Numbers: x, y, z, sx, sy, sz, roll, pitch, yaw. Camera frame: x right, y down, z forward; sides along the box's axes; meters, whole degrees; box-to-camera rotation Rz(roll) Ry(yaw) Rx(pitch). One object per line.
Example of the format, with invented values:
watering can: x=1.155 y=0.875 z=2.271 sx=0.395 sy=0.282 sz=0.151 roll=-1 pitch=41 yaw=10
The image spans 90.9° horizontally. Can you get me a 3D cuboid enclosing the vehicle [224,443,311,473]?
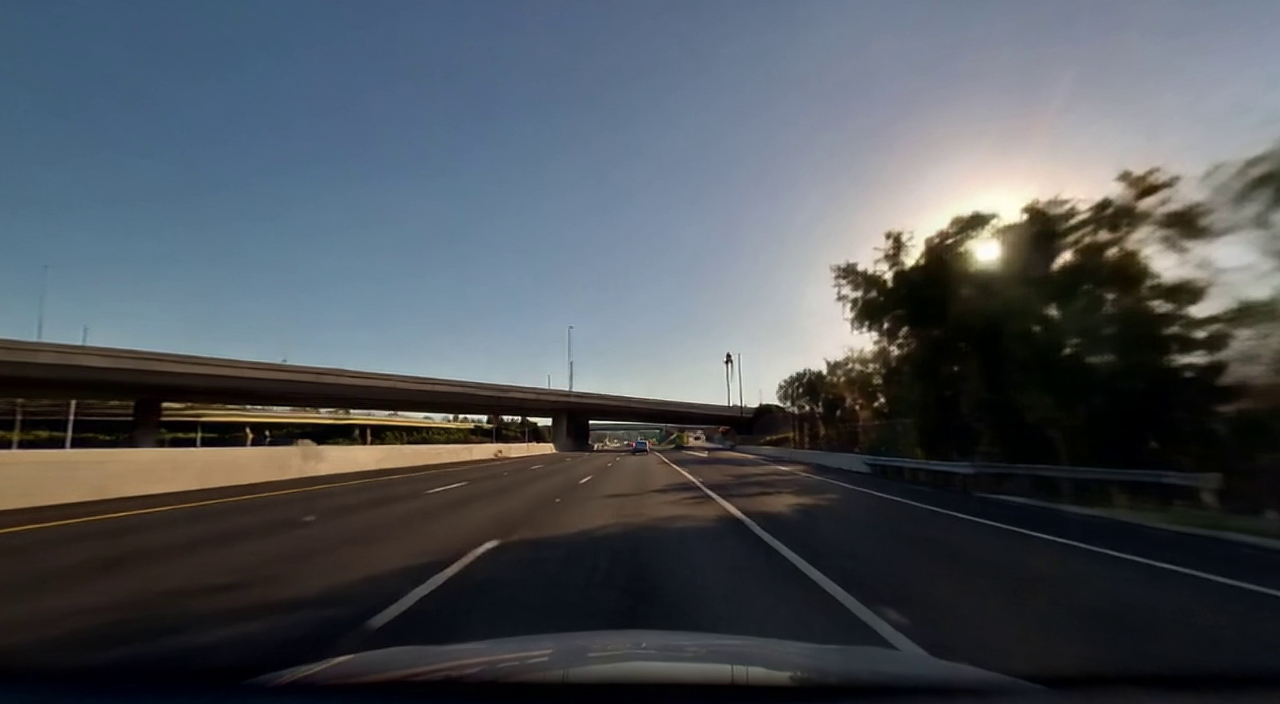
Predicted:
vehicle: x=-20.364 y=5.791 z=34.740 sx=1.917 sy=1.531 sz=4.680 roll=0 pitch=-8 yaw=0
